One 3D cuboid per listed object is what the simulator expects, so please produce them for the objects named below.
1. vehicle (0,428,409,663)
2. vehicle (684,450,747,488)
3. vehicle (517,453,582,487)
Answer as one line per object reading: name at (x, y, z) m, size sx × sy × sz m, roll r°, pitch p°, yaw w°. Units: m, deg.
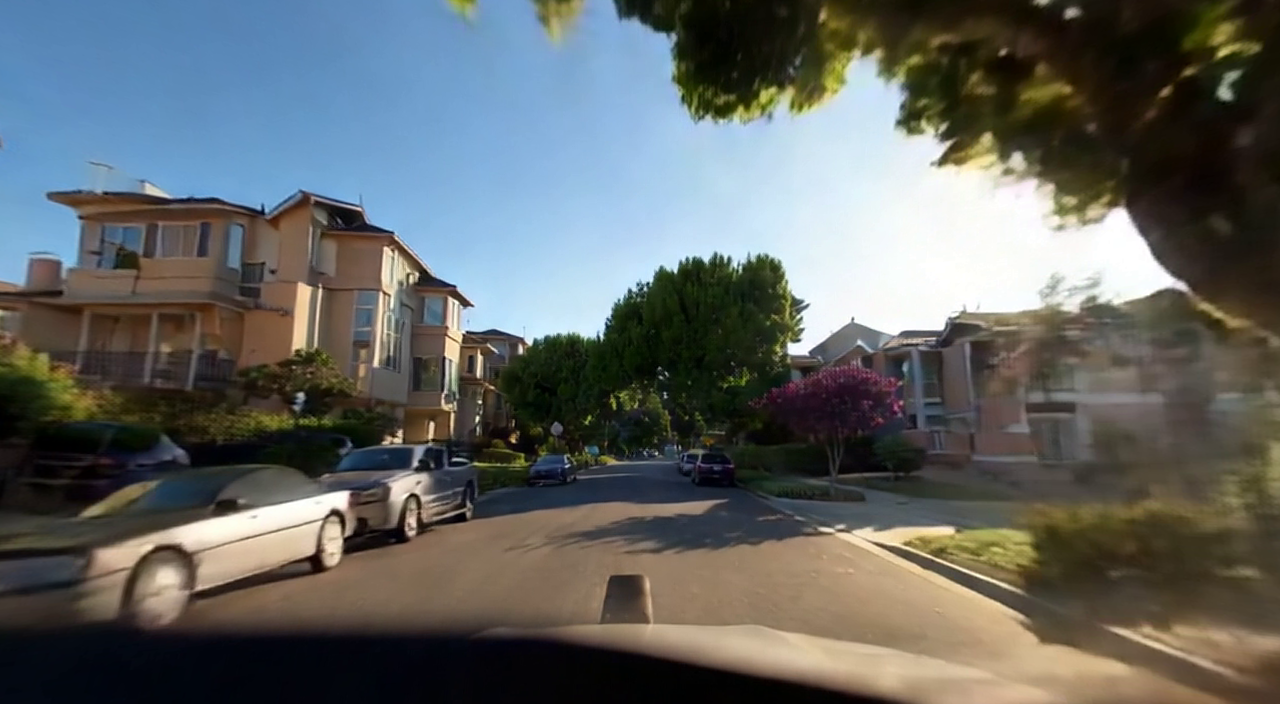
vehicle at (-4.317, 1.642, 6.445) m, size 2.086 × 1.493 × 4.582 m, roll -1°, pitch -9°, yaw 1°
vehicle at (3.127, 5.003, 27.270) m, size 2.000 × 1.456 × 5.251 m, roll 0°, pitch -9°, yaw -1°
vehicle at (-3.823, 5.091, 27.464) m, size 1.995 × 1.330 × 4.080 m, roll 0°, pitch -9°, yaw 4°
